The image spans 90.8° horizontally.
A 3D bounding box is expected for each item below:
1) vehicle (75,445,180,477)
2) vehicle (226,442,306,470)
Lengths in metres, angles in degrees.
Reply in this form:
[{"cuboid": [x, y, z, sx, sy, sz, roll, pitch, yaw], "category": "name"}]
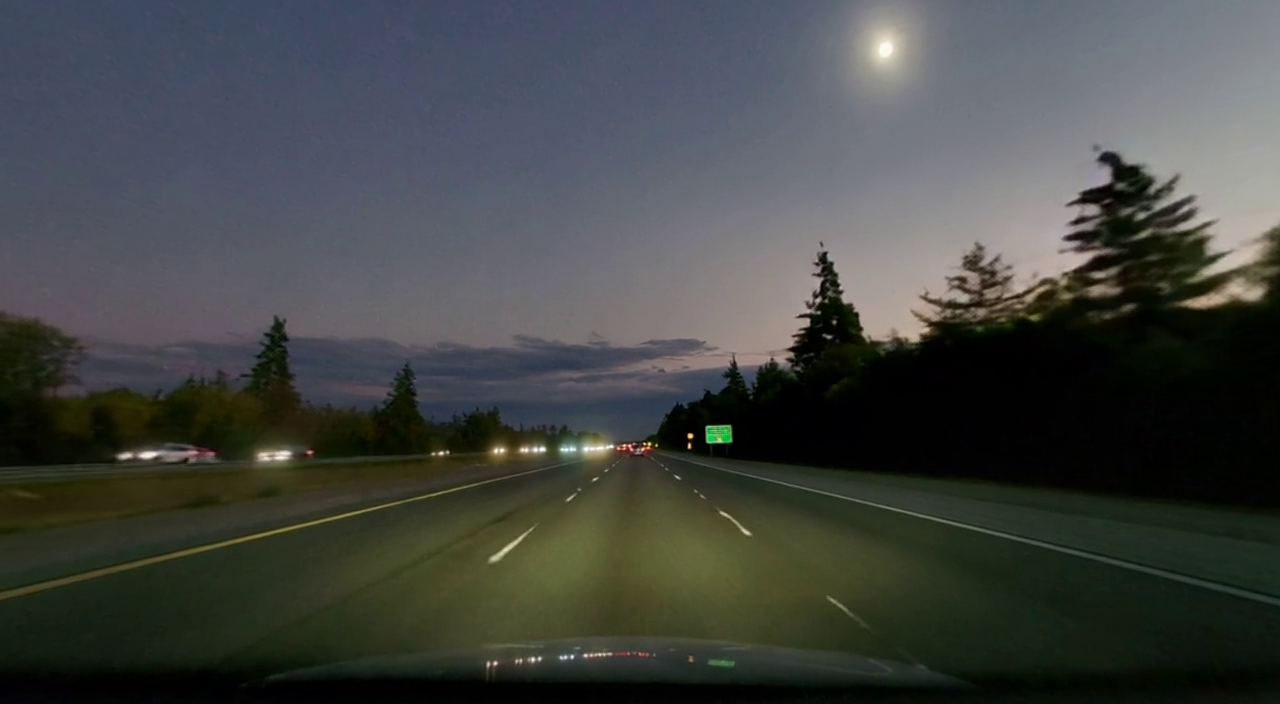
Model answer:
[{"cuboid": [-32.439, 6.898, 40.258, 2.134, 1.887, 5.345, 0, -9, 0], "category": "vehicle"}, {"cuboid": [-28.654, 7.961, 48.719, 2.415, 2.004, 6.194, 0, -9, 0], "category": "vehicle"}]
